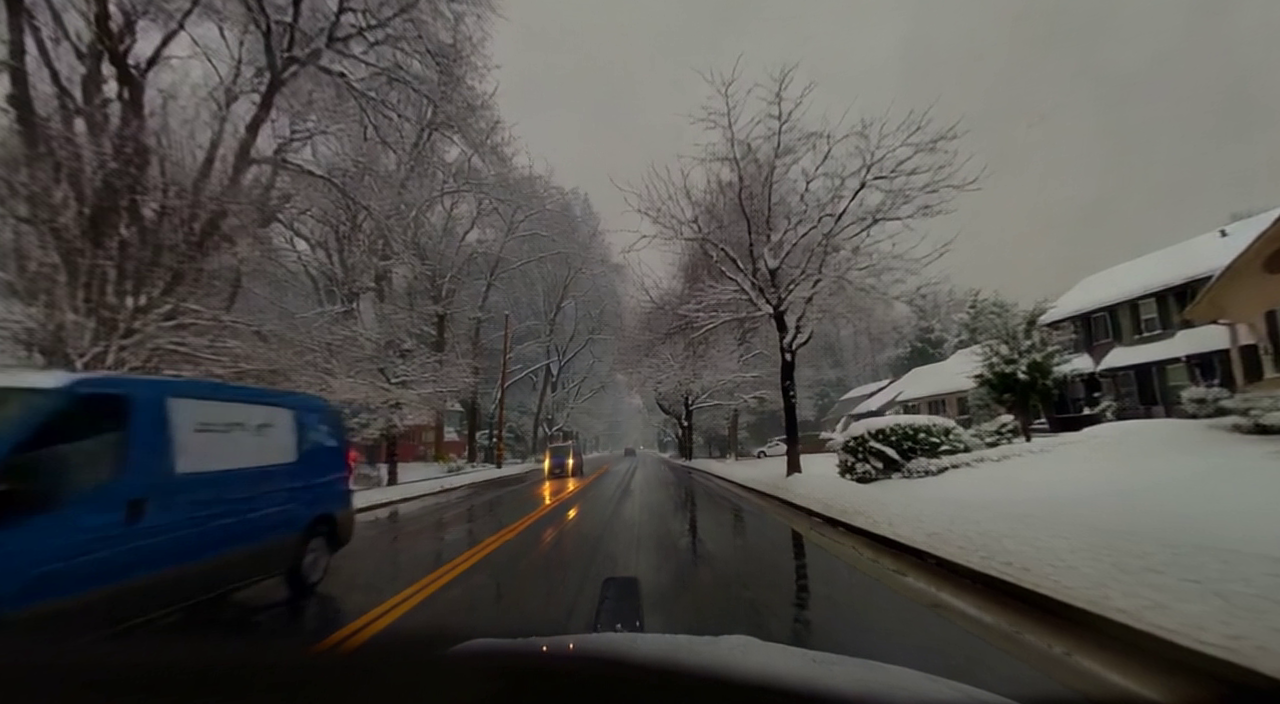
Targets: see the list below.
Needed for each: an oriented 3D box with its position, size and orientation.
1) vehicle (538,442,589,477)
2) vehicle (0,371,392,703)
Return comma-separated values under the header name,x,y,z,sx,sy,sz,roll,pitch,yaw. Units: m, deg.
name,x,y,z,sx,sy,sz,roll,pitch,yaw
vehicle,-4.135,5.899,35.014,2.161,1.798,4.627,0,-9,1
vehicle,-4.225,1.283,4.858,2.303,1.813,5.660,0,-9,0
